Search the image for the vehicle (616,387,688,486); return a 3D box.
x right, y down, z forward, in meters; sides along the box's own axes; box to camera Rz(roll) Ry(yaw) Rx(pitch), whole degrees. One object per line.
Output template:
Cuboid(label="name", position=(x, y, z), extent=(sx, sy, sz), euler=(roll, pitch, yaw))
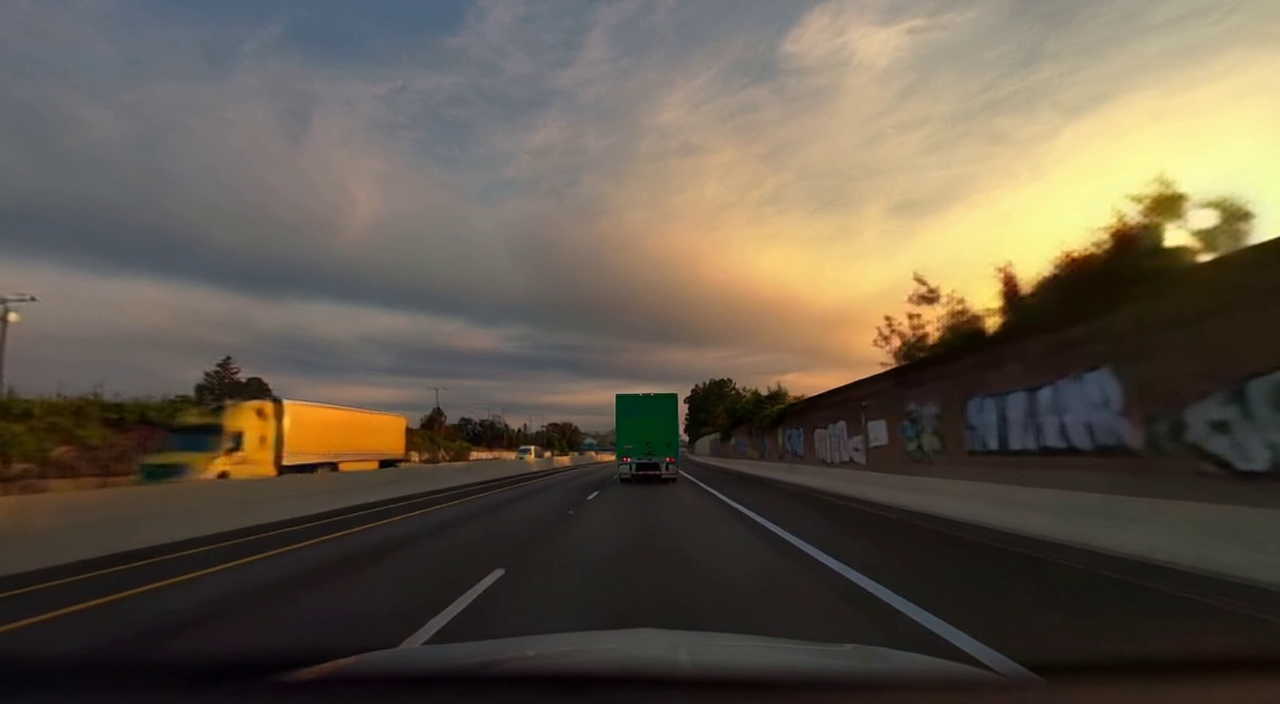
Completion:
Cuboid(label="vehicle", position=(0.313, 4.155, 30.334), extent=(2.900, 3.955, 10.151), euler=(0, -9, -2))

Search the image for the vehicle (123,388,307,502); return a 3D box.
Cuboid(label="vehicle", position=(-16.503, 3.715, 25.120), extent=(2.980, 3.948, 5.804), euler=(0, -9, 1))
